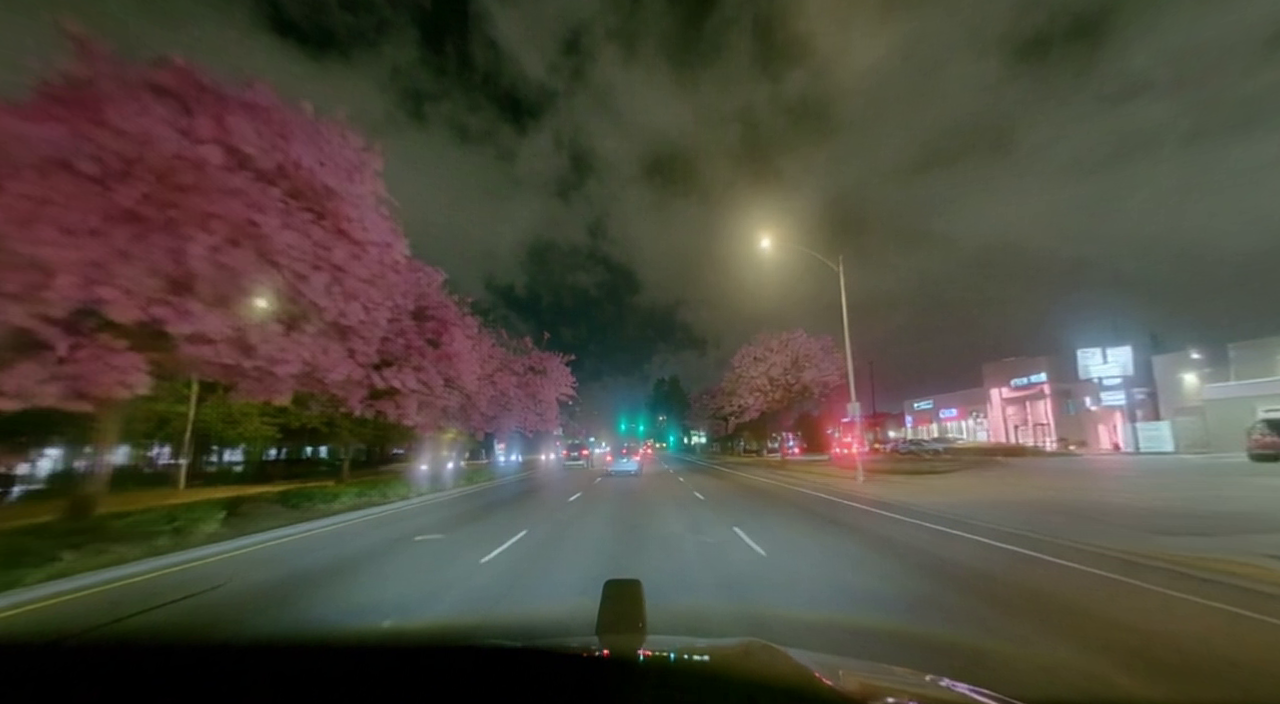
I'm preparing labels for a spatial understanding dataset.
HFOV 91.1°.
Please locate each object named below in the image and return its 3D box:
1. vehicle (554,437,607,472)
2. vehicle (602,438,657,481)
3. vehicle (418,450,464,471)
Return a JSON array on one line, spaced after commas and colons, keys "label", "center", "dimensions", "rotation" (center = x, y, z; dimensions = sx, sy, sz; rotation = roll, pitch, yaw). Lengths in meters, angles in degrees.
[{"label": "vehicle", "center": [-3.327, 5.892, 36.246], "dimensions": [2.453, 1.844, 4.751], "rotation": [0, -8, 1]}, {"label": "vehicle", "center": [-0.361, 4.621, 27.316], "dimensions": [2.149, 1.701, 4.379], "rotation": [0, -8, 3]}, {"label": "vehicle", "center": [-14.440, 7.895, 45.852], "dimensions": [1.838, 1.458, 4.336], "rotation": [0, -8, 1]}]
